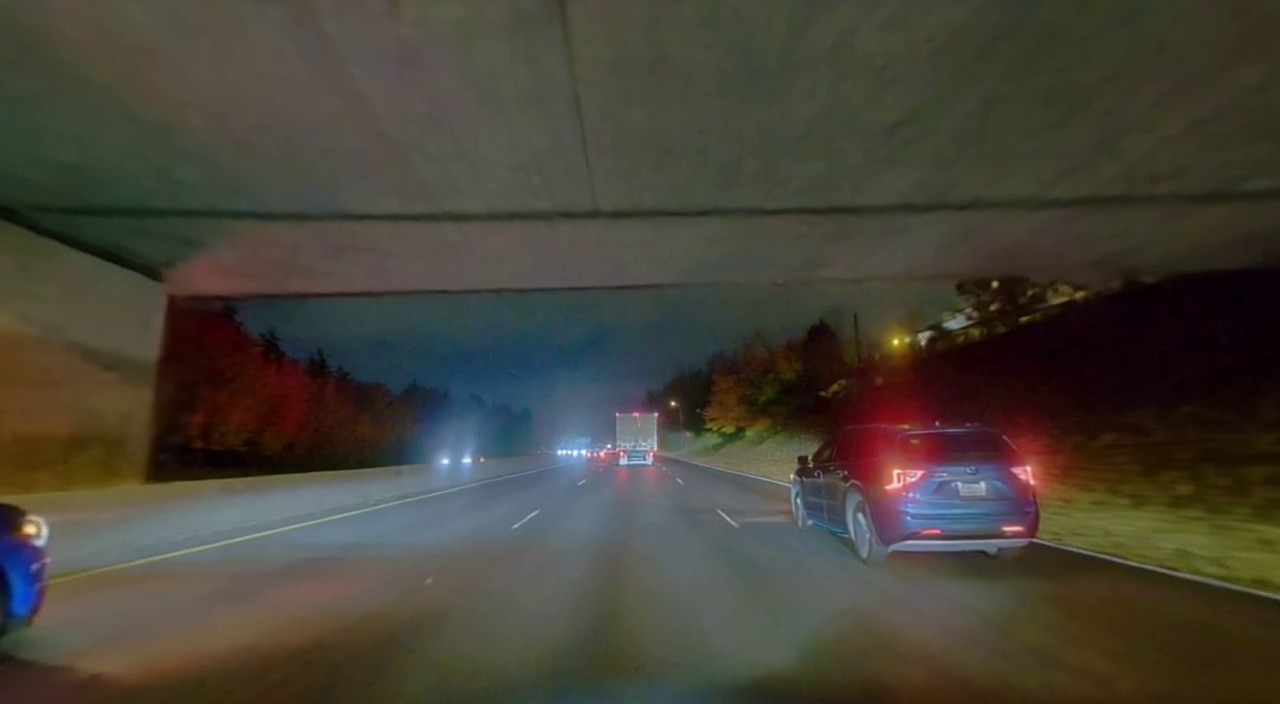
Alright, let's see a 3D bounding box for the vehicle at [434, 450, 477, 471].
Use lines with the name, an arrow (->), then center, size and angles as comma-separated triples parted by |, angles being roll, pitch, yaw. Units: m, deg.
vehicle -> -14.112, 8.314, 48.213 | 1.987, 1.536, 4.515 | 0, -9, -1
